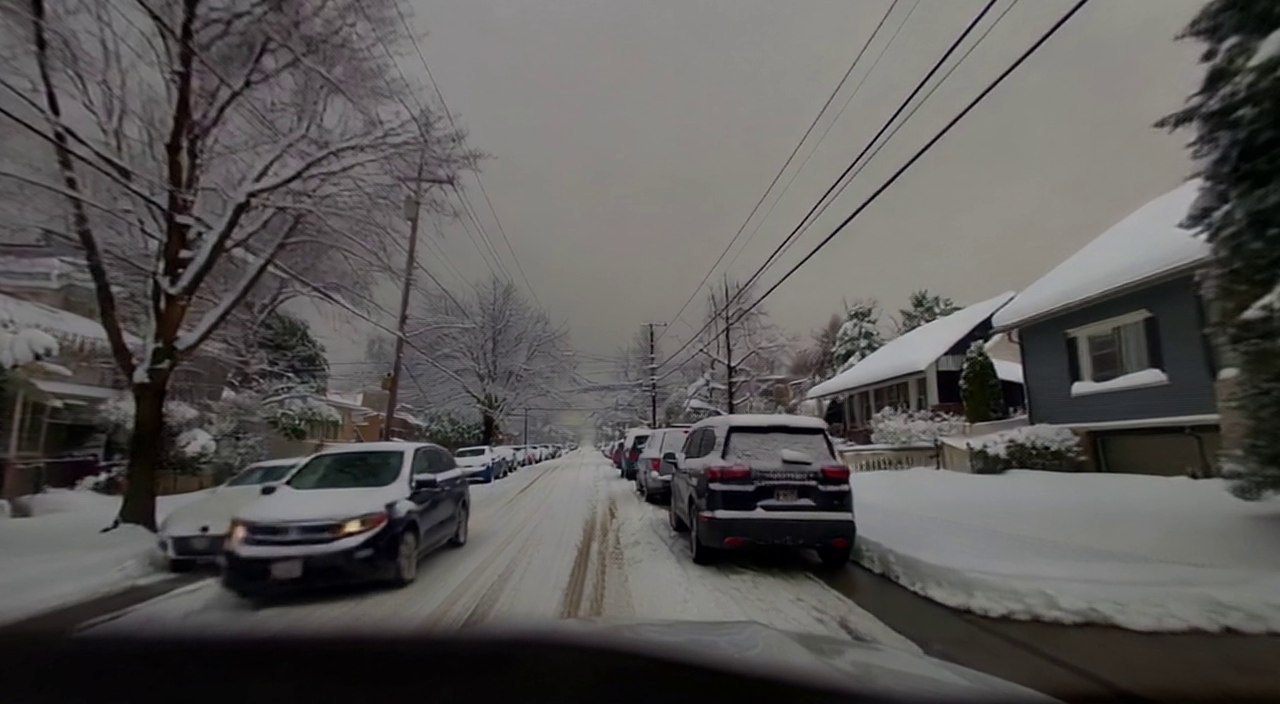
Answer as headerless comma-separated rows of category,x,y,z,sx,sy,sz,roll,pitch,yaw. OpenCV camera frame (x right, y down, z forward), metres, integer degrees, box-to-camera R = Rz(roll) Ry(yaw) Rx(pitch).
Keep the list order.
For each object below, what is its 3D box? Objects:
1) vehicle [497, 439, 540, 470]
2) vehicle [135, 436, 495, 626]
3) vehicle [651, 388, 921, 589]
vehicle,-8.186,6.924,42.953,2.280,1.953,5.092,0,-8,-4
vehicle,-3.261,1.851,7.765,2.060,1.525,4.876,0,-8,-3
vehicle,1.414,1.600,8.253,2.032,1.839,4.597,0,-8,-5
